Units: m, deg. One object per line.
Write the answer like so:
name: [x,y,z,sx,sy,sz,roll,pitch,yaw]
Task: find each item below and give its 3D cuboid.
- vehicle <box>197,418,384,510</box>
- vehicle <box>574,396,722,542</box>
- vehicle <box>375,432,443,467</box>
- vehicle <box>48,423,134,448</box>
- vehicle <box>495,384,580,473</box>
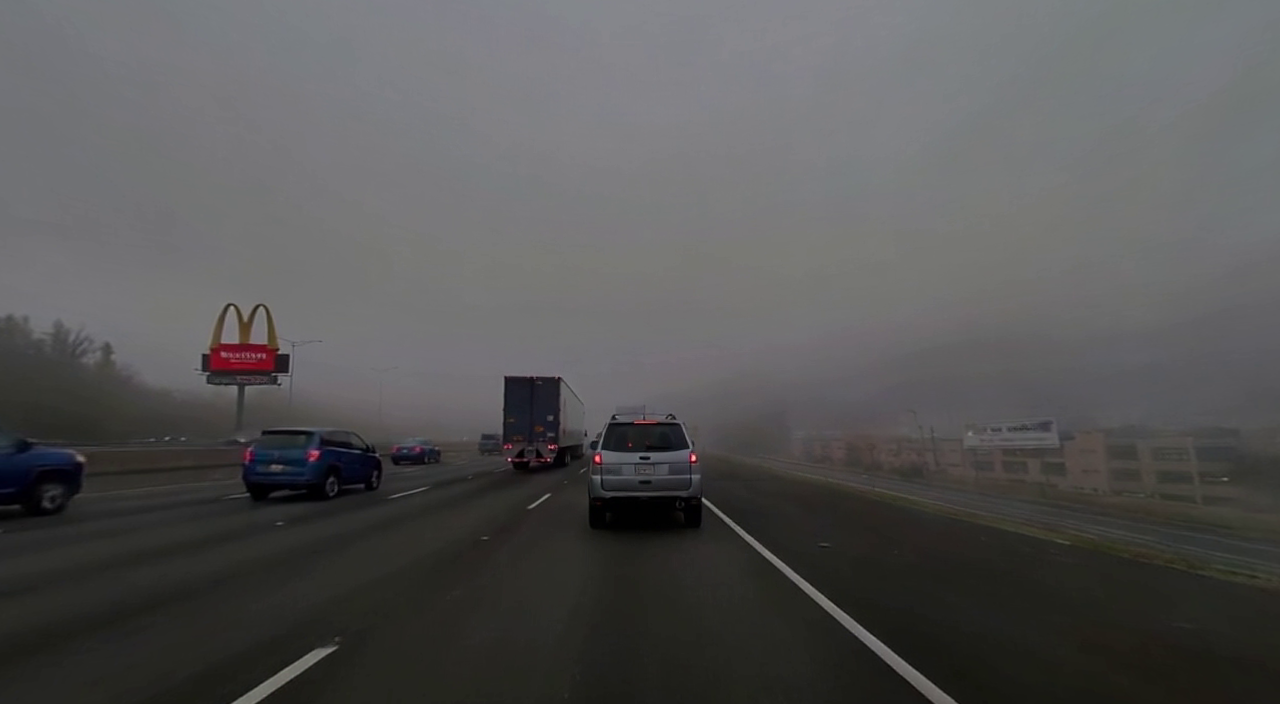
vehicle: [-7.551,2.461,14.211,1.854,1.740,4.151,0,-9,-1]
vehicle: [0.064,1.838,10.394,1.947,1.910,4.040,0,-9,-1]
vehicle: [-12.103,5.156,33.412,1.915,1.710,4.670,0,-9,-2]
vehicle: [-33.419,5.136,38.570,1.500,1.465,4.264,0,-9,-2]
vehicle: [-4.473,3.674,29.376,2.814,3.513,8.529,0,-9,-2]
